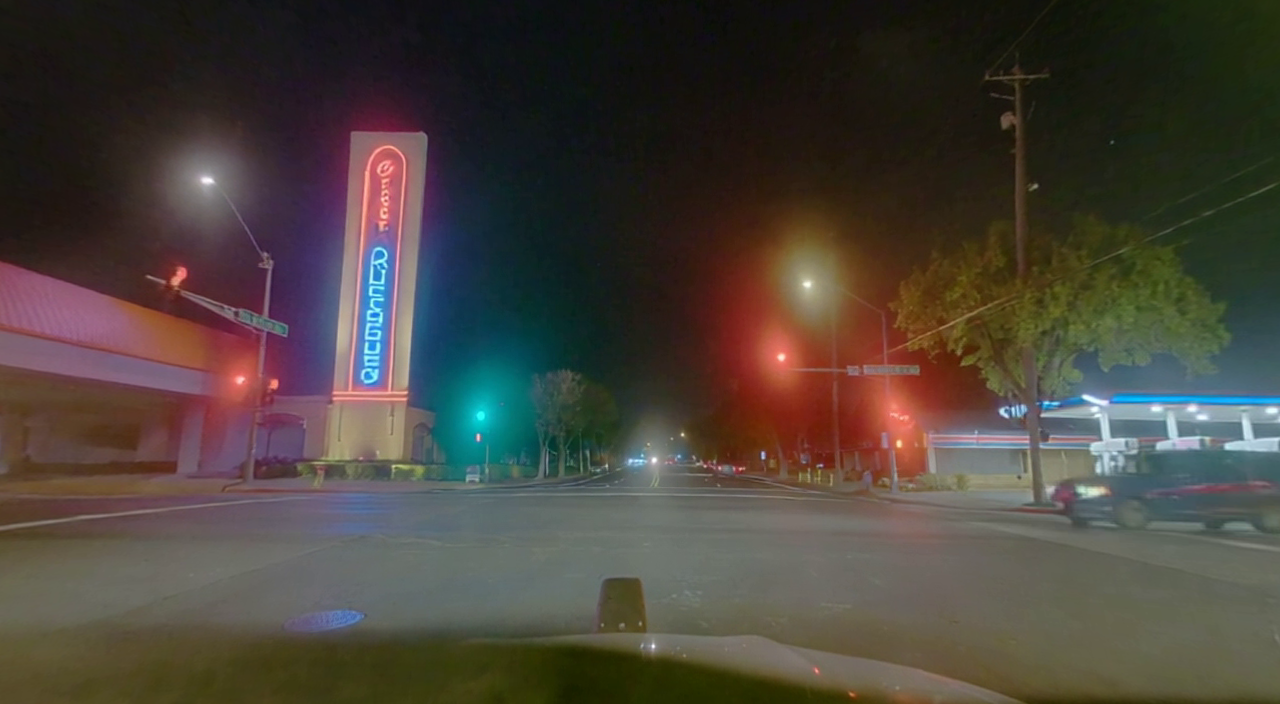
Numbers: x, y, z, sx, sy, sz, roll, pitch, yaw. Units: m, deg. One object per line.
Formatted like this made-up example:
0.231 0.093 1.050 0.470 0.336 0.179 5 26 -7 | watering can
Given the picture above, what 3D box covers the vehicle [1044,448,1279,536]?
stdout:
11.880 3.007 13.887 4.556 1.743 1.938 0 -8 0 | vehicle
